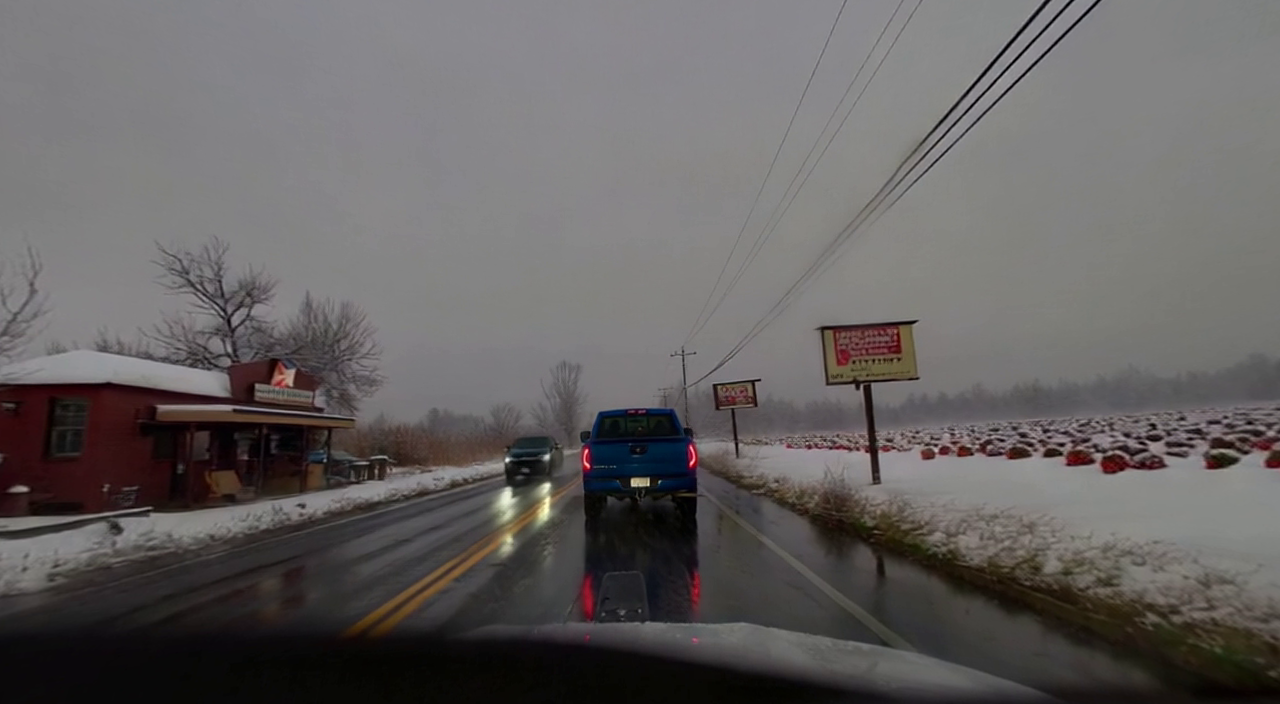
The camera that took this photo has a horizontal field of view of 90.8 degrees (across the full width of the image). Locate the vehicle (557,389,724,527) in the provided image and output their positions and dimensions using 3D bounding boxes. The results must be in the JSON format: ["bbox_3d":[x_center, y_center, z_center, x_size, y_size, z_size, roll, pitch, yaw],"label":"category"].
[{"bbox_3d":[-0.077,2.149,13.248,2.693,2.223,5.885,0,-9,-2],"label":"vehicle"}]

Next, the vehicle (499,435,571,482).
[{"bbox_3d":[-4.244,4.401,26.337,2.190,1.746,4.616,0,-8,0],"label":"vehicle"}]
